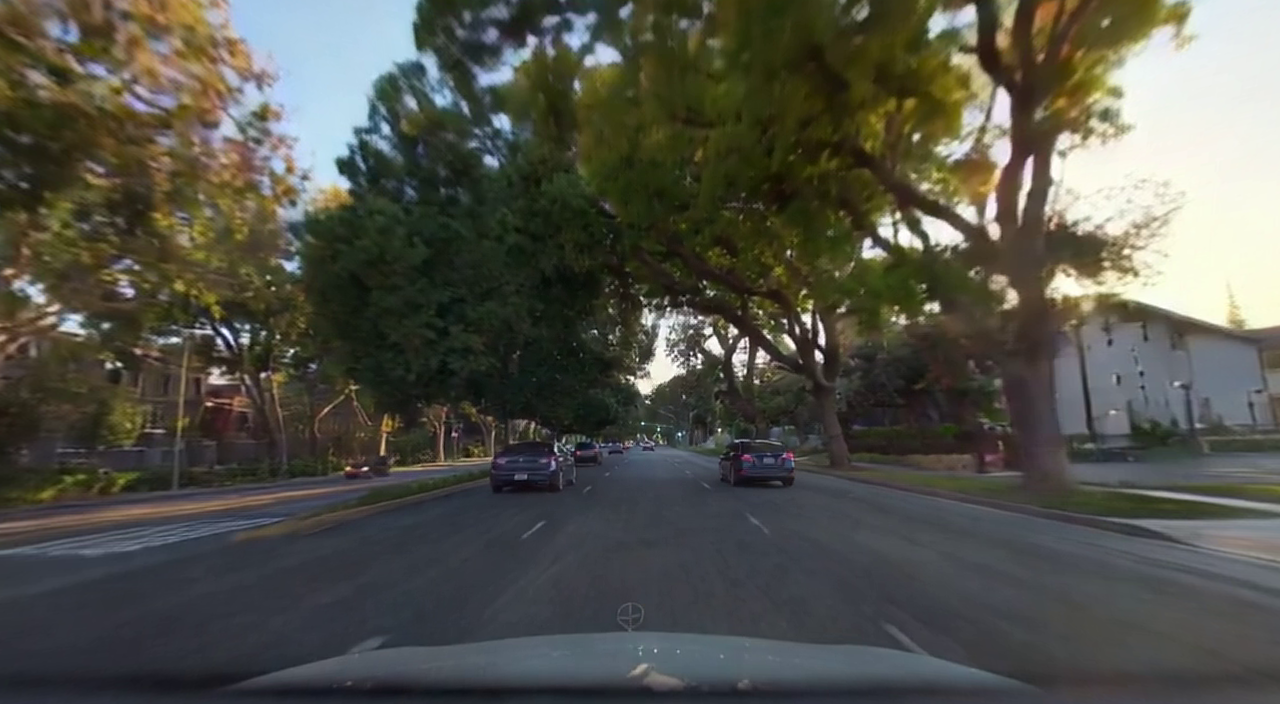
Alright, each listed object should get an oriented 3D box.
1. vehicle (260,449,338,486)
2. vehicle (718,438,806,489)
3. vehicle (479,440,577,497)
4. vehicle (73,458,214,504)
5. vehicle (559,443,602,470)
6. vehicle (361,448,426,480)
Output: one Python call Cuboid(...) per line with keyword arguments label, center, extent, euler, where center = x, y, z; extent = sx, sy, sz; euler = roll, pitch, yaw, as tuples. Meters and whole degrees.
Cuboid(label="vehicle", center=(-22.286, 7.532, 41.449), extent=(2.523, 2.213, 4.637), euler=(0, -8, -1))
Cuboid(label="vehicle", center=(3.907, 3.659, 21.069), extent=(2.010, 1.486, 4.498), euler=(0, -8, 0))
Cuboid(label="vehicle", center=(-3.176, 3.398, 18.843), extent=(2.053, 1.480, 4.381), euler=(0, -8, 1))
Cuboid(label="vehicle", center=(-22.623, 5.844, 29.076), extent=(2.006, 1.782, 5.406), euler=(0, -8, 1))
Cuboid(label="vehicle", center=(-3.447, 6.161, 37.348), extent=(1.988, 1.497, 4.404), euler=(0, -8, 2))
Cuboid(label="vehicle", center=(-15.473, 7.024, 39.915), extent=(2.012, 1.813, 4.910), euler=(0, -8, 1))
